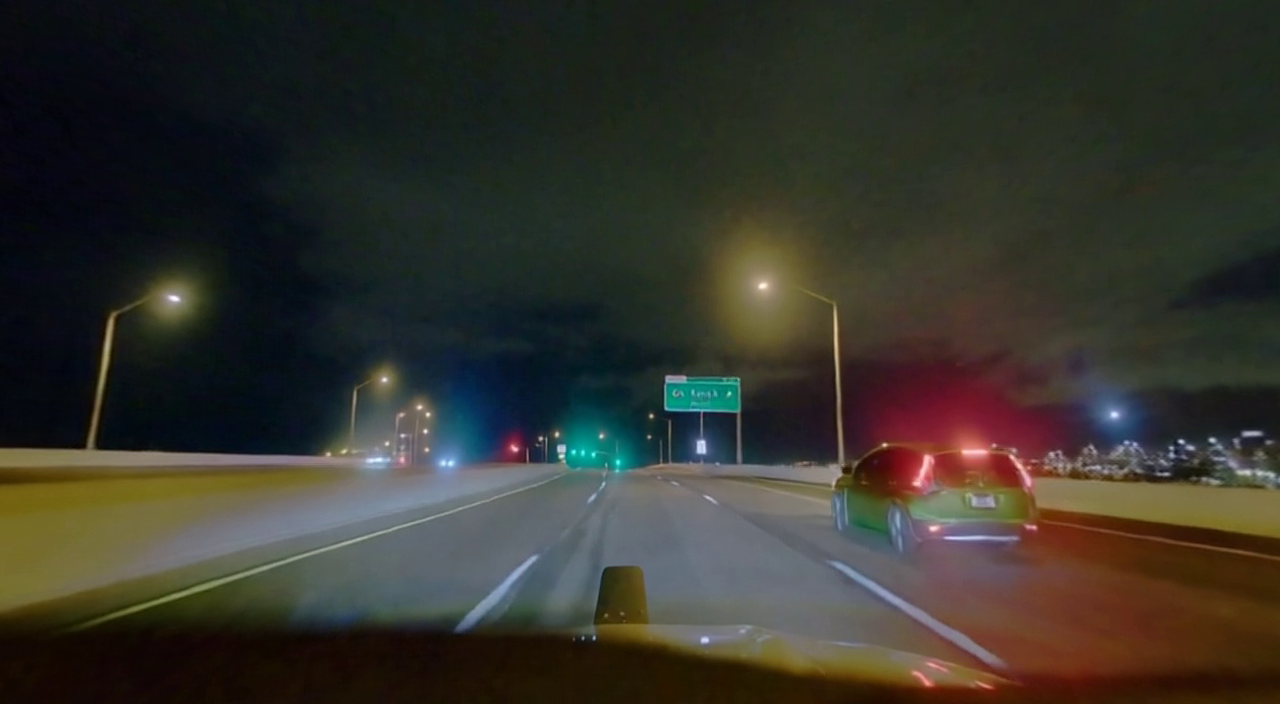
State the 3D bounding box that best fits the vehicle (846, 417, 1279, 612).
[{"bbox_3d":[4.314,1.692,7.552,2.104,1.575,4.698,0,-9,0],"label":"vehicle"}]
